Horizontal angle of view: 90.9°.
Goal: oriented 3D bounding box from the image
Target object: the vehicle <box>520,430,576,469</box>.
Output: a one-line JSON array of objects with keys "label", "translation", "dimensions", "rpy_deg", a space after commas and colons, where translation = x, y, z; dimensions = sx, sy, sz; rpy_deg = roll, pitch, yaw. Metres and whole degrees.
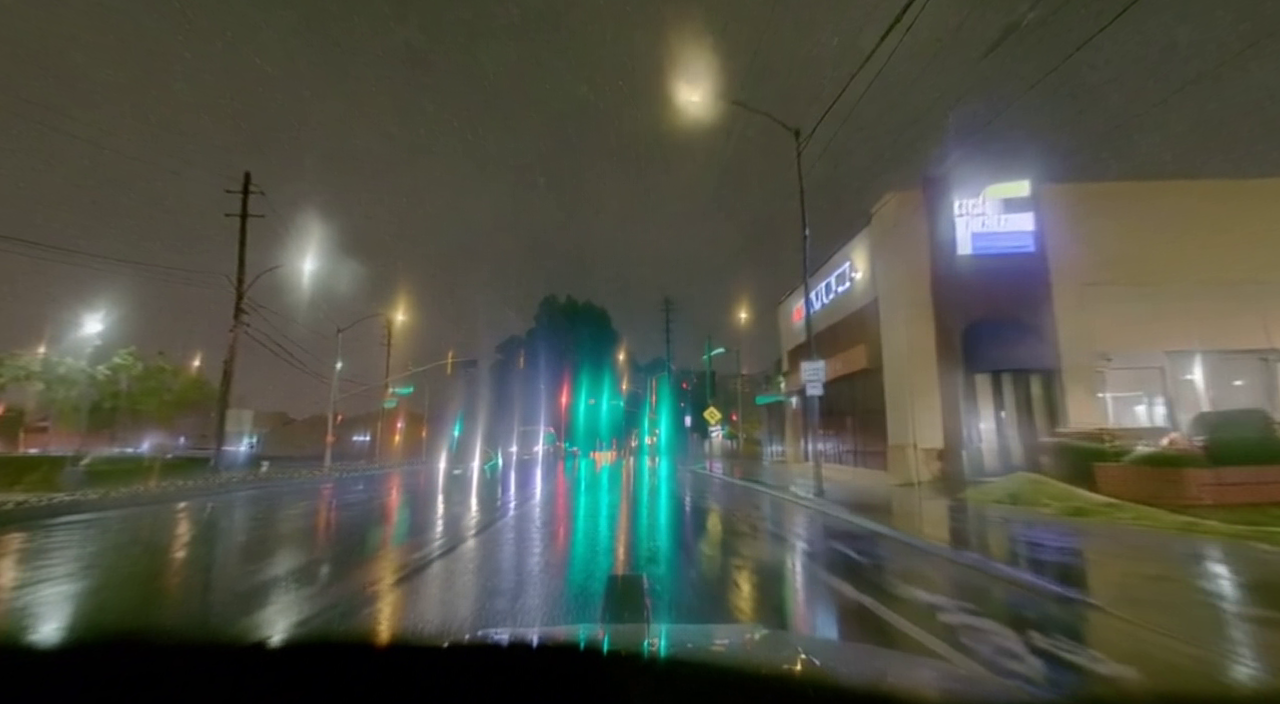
[{"label": "vehicle", "translation": [-4.829, 5.198, 33.806], "dimensions": [2.371, 1.926, 5.099], "rpy_deg": [0, -8, -2]}]

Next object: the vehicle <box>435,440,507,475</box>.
[{"label": "vehicle", "translation": [-7.455, 4.690, 28.284], "dimensions": [2.010, 1.455, 4.271], "rpy_deg": [0, -8, 1]}]
